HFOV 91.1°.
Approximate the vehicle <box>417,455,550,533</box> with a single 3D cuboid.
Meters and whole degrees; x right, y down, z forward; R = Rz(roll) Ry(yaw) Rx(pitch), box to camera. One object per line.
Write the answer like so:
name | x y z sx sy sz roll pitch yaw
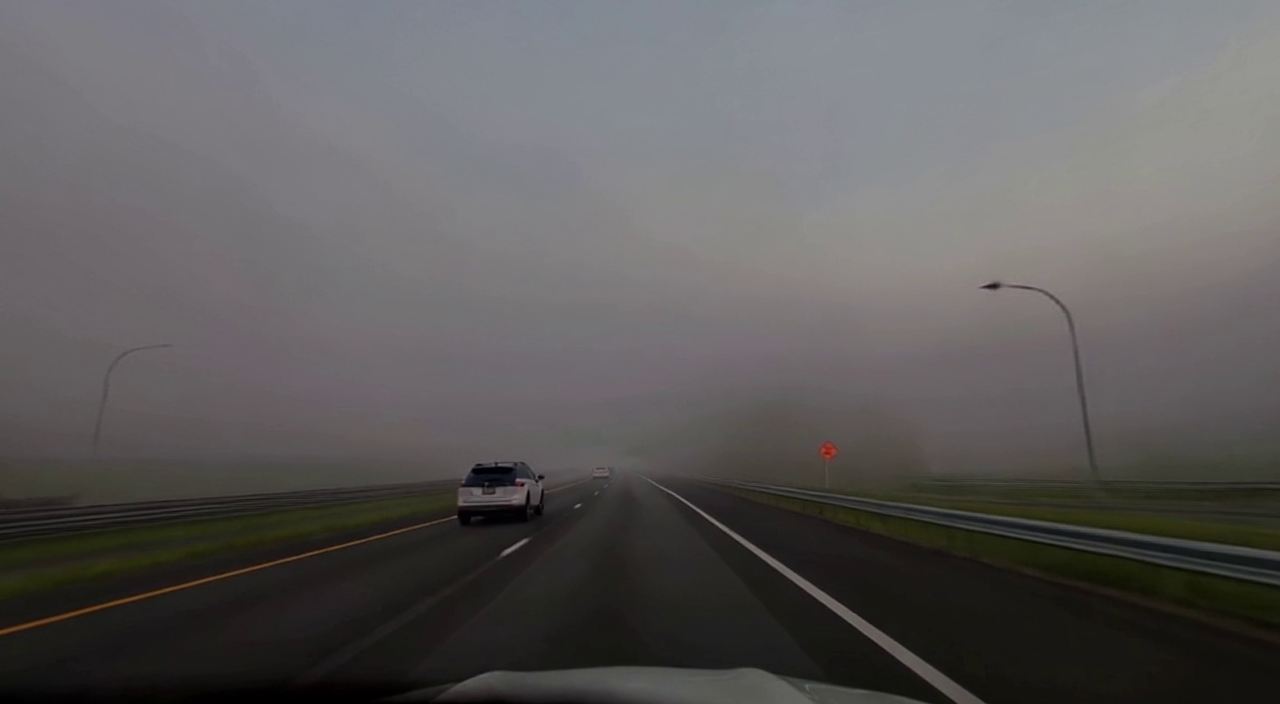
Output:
vehicle | -3.418 3.223 14.630 2.001 1.486 4.104 1 -11 0
